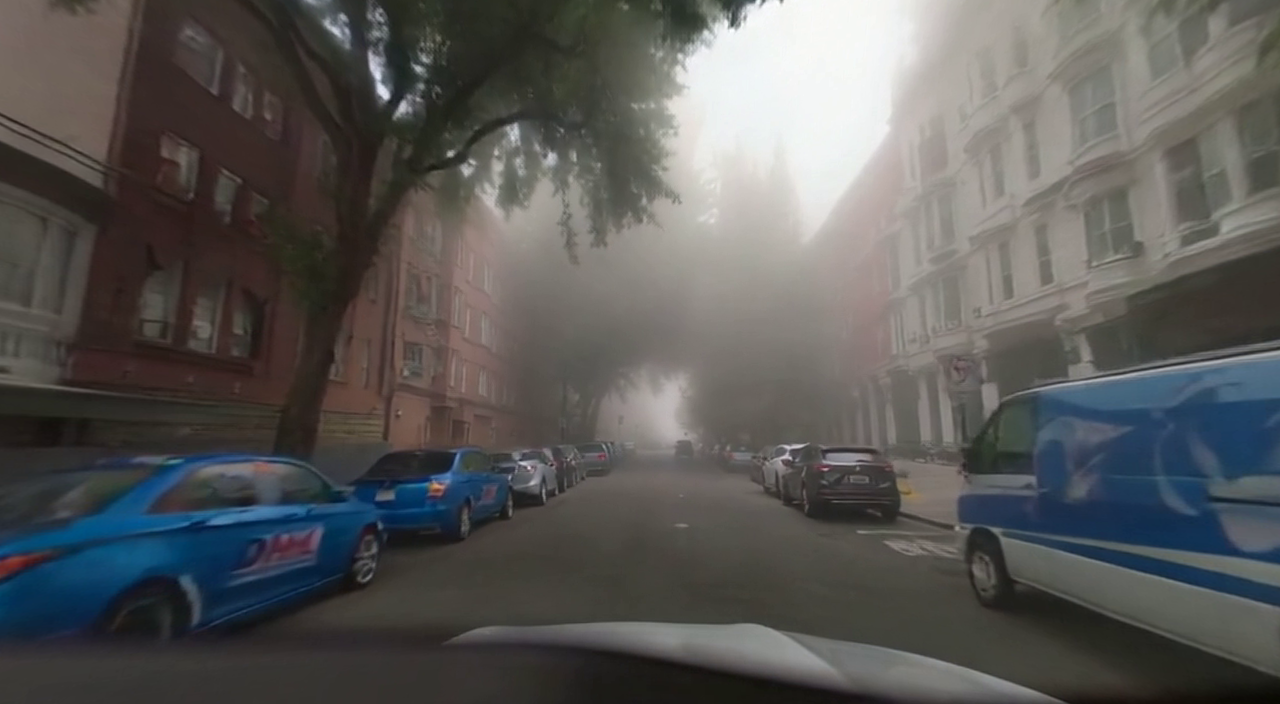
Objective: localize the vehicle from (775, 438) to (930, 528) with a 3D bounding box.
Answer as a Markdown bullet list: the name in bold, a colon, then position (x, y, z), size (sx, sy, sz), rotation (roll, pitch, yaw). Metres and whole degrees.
- **vehicle**: position (4.092, 2.534, 12.864), size (1.896, 1.549, 3.845), rotation (0, -8, 1)

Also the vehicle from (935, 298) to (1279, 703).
- **vehicle**: position (3.985, 0.903, 3.704), size (2.186, 2.024, 4.901), rotation (0, -8, 1)

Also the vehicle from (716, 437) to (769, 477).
- **vehicle**: position (4.909, 5.066, 30.717), size (1.879, 1.802, 4.574), rotation (0, -8, 1)

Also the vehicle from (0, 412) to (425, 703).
- **vehicle**: position (-3.229, 1.258, 4.575), size (1.867, 1.519, 3.920), rotation (2, -5, 1)
